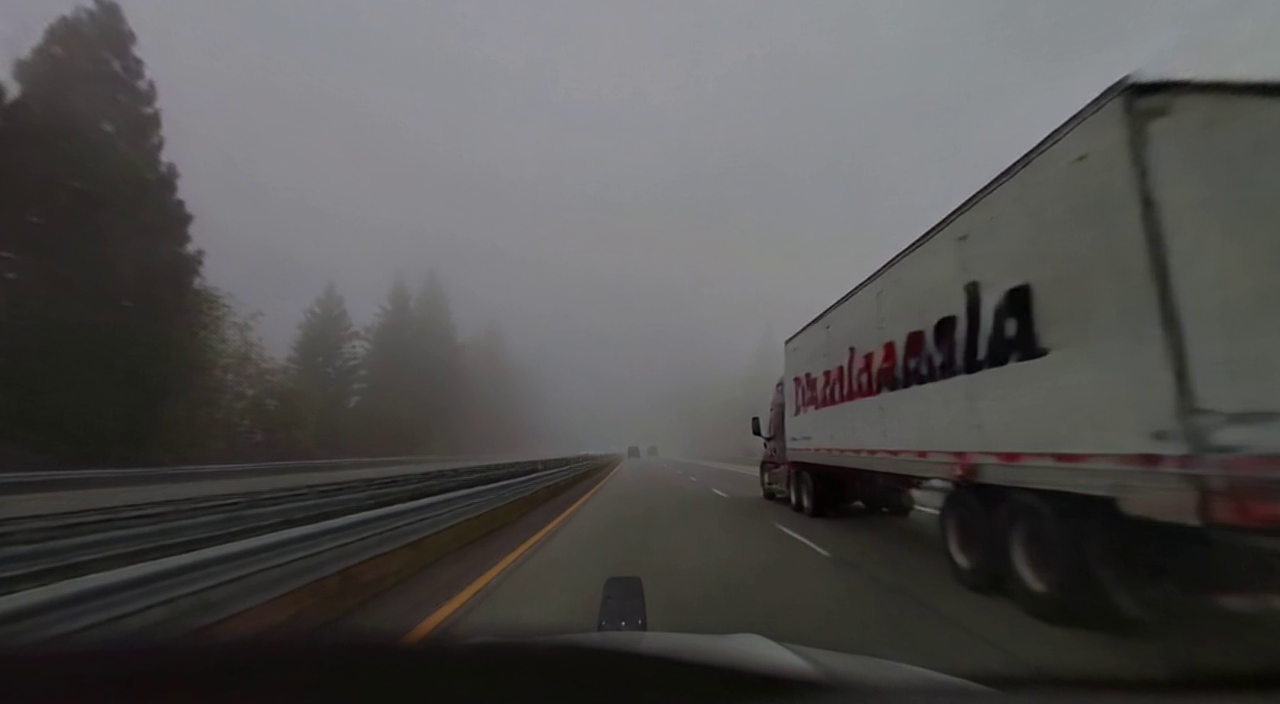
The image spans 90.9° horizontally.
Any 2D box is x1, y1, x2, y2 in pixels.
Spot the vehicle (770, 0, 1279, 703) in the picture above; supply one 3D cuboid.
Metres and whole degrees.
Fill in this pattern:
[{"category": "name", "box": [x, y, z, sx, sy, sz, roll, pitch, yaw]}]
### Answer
[{"category": "vehicle", "box": [4.076, 0.660, 6.959, 2.876, 3.419, 11.591, 0, -9, 0]}]
